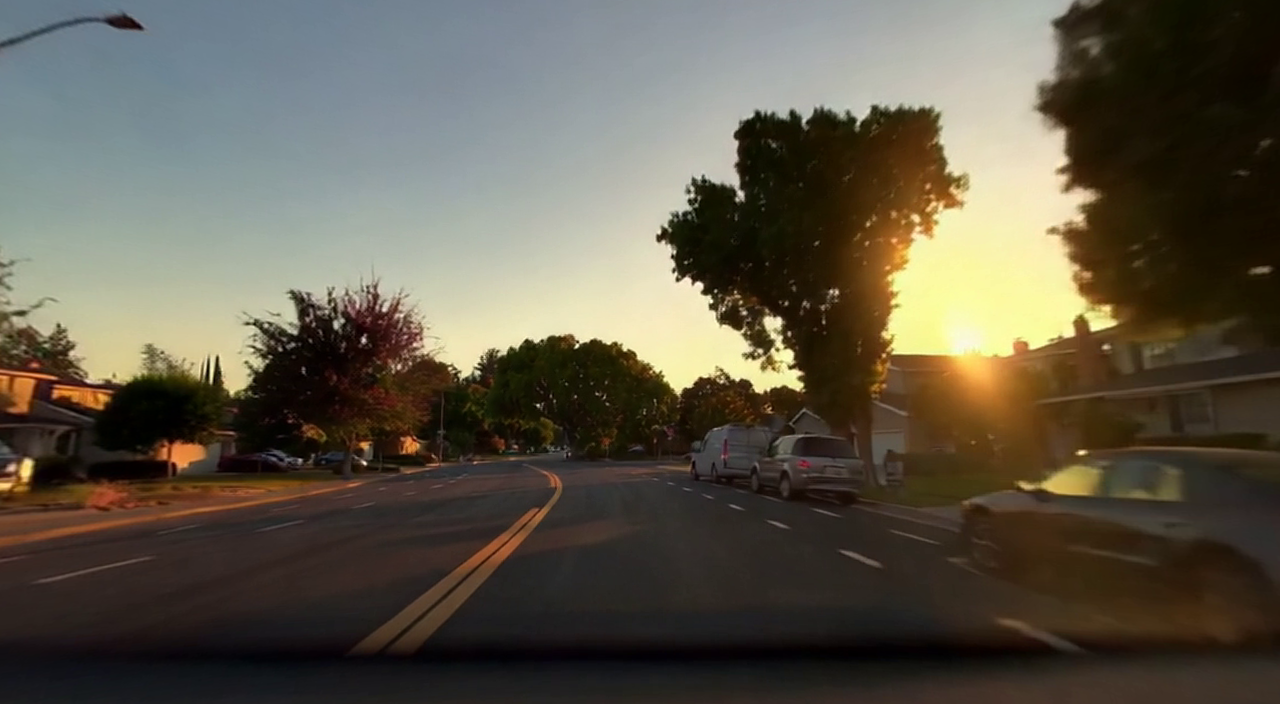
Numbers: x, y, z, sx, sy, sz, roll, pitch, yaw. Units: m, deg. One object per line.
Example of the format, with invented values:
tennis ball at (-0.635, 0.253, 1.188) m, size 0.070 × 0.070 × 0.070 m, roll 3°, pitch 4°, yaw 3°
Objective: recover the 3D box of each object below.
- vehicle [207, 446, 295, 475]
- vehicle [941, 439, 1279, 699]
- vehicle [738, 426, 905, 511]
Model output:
vehicle at (-28.309, 7.890, 46.136) m, size 4.975 × 1.847 × 2.096 m, roll 0°, pitch -8°, yaw -16°
vehicle at (5.405, 1.610, 5.497) m, size 2.713 × 1.671 × 4.939 m, roll 1°, pitch -8°, yaw -7°
vehicle at (5.089, 3.428, 19.248) m, size 2.670 × 2.085 × 6.775 m, roll 1°, pitch -9°, yaw -4°
